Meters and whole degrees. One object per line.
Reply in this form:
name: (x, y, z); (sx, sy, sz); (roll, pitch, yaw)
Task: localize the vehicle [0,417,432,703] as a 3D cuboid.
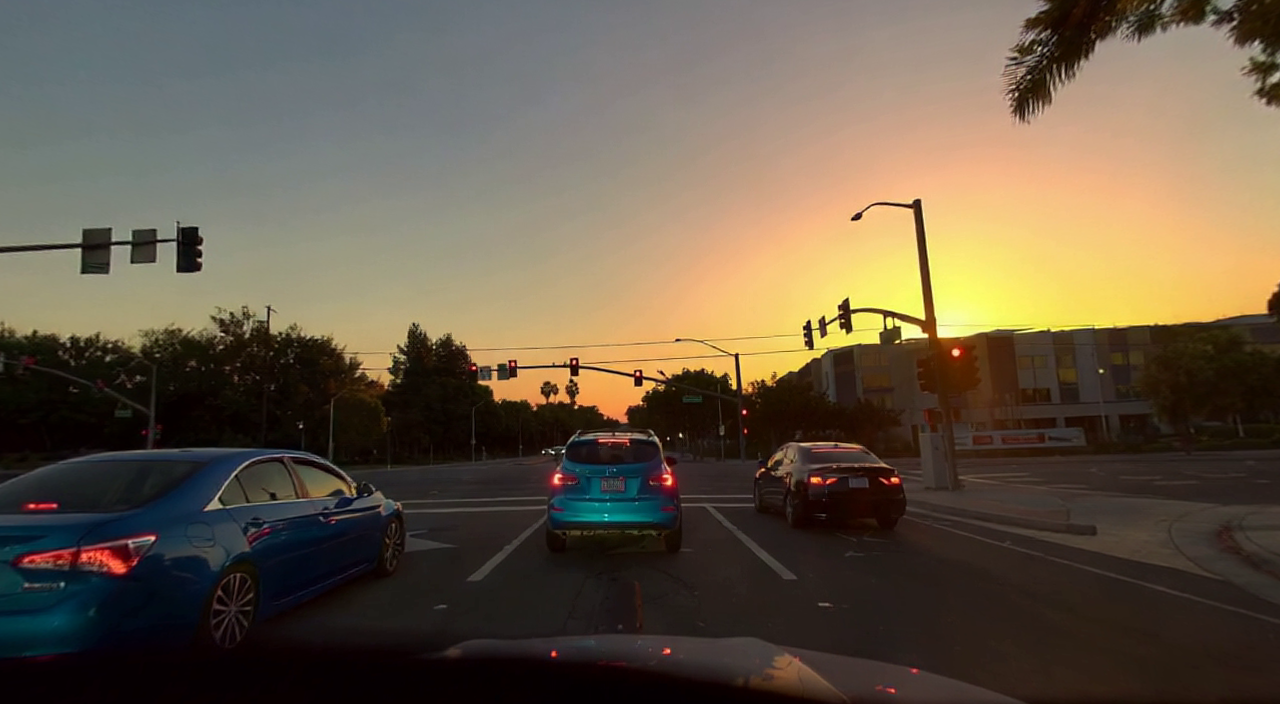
vehicle: (-3.573, 1.398, 5.419); (2.052, 1.472, 4.479); (0, -8, 0)

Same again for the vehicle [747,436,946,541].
vehicle: (3.291, 2.258, 11.170); (1.970, 1.449, 4.433); (0, -8, -1)

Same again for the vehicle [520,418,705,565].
vehicle: (-0.339, 1.829, 8.967); (2.038, 1.599, 3.844); (0, -8, -1)
